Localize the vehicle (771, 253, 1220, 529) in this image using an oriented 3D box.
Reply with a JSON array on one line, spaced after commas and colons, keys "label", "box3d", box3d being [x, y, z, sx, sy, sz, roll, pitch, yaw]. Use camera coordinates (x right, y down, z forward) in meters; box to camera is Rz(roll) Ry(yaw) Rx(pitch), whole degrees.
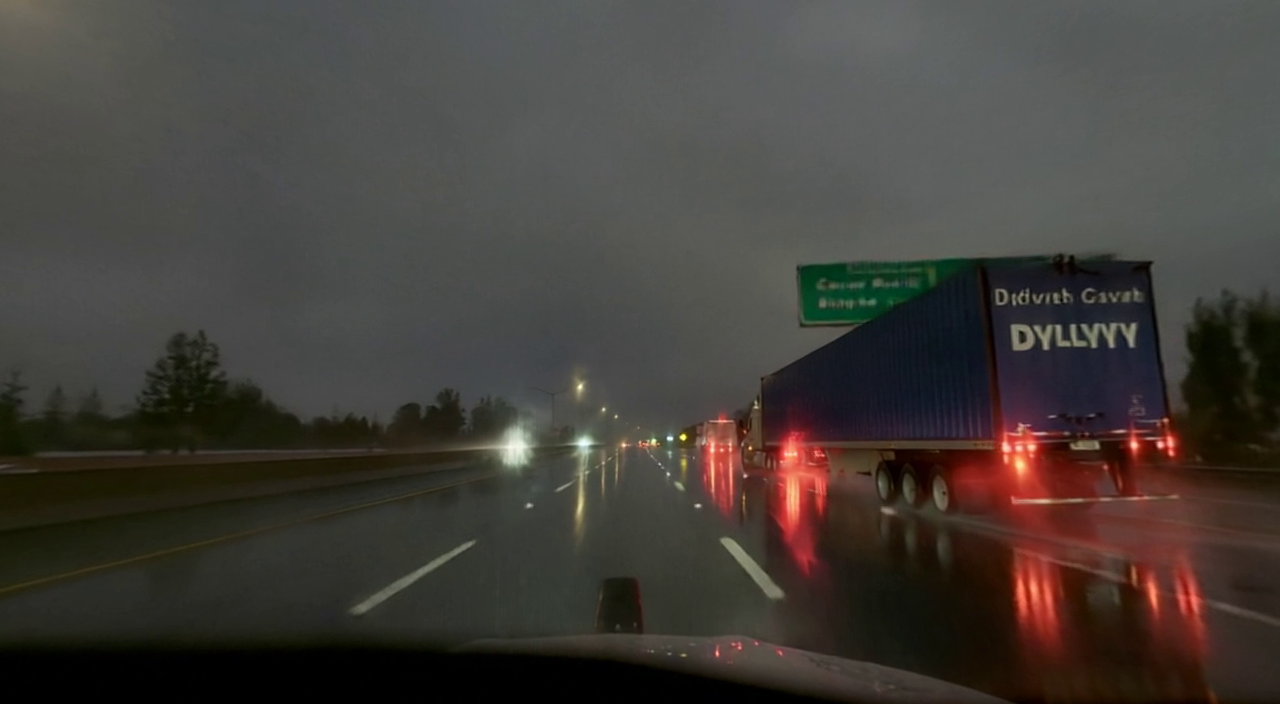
[{"label": "vehicle", "box3d": [6.662, 1.675, 17.098, 2.962, 3.947, 16.241, 0, -8, 1]}]
